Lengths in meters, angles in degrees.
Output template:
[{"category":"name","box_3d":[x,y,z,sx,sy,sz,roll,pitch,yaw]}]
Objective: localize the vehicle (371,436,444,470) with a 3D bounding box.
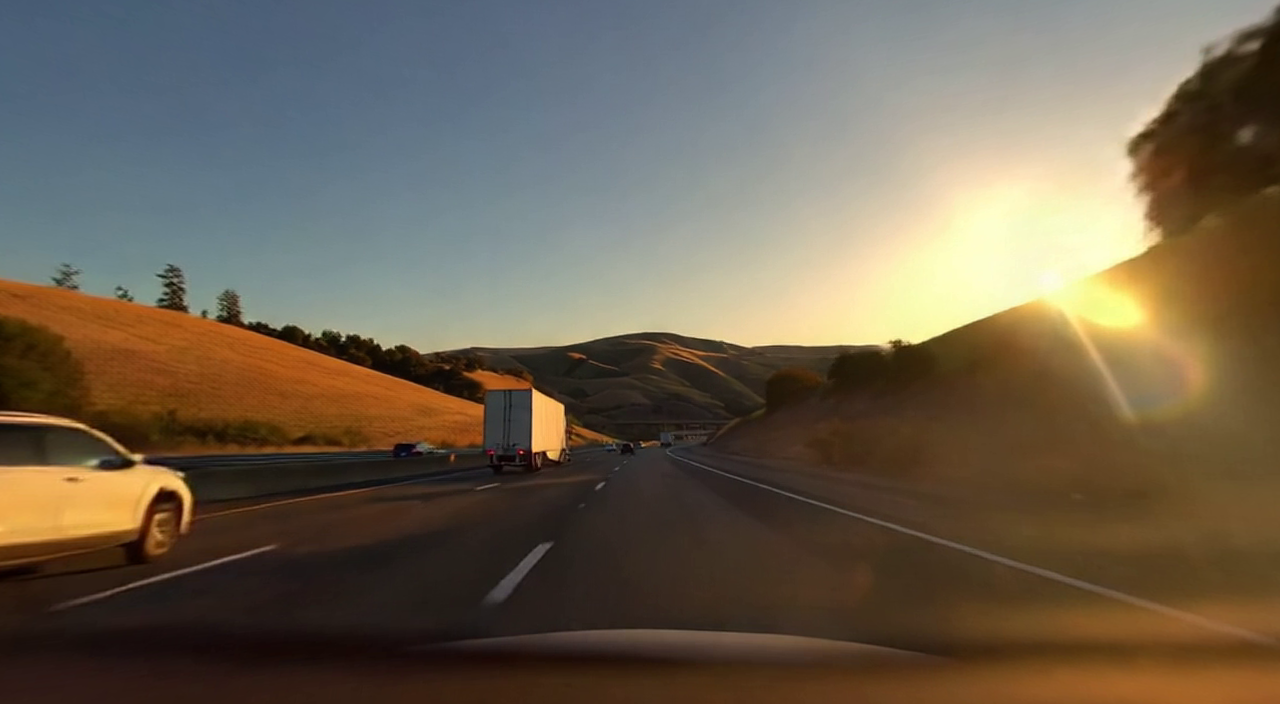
[{"category":"vehicle","box_3d":[-13.699,5.952,37.362,2.130,1.828,5.523,0,-8,1]}]

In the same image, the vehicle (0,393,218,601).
[{"category":"vehicle","box_3d":[-6.442,1.278,5.711,2.099,1.734,4.413,0,-8,0]}]

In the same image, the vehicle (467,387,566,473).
[{"category":"vehicle","box_3d":[-6.289,4.365,34.190,2.981,3.860,11.022,0,-8,1]}]
